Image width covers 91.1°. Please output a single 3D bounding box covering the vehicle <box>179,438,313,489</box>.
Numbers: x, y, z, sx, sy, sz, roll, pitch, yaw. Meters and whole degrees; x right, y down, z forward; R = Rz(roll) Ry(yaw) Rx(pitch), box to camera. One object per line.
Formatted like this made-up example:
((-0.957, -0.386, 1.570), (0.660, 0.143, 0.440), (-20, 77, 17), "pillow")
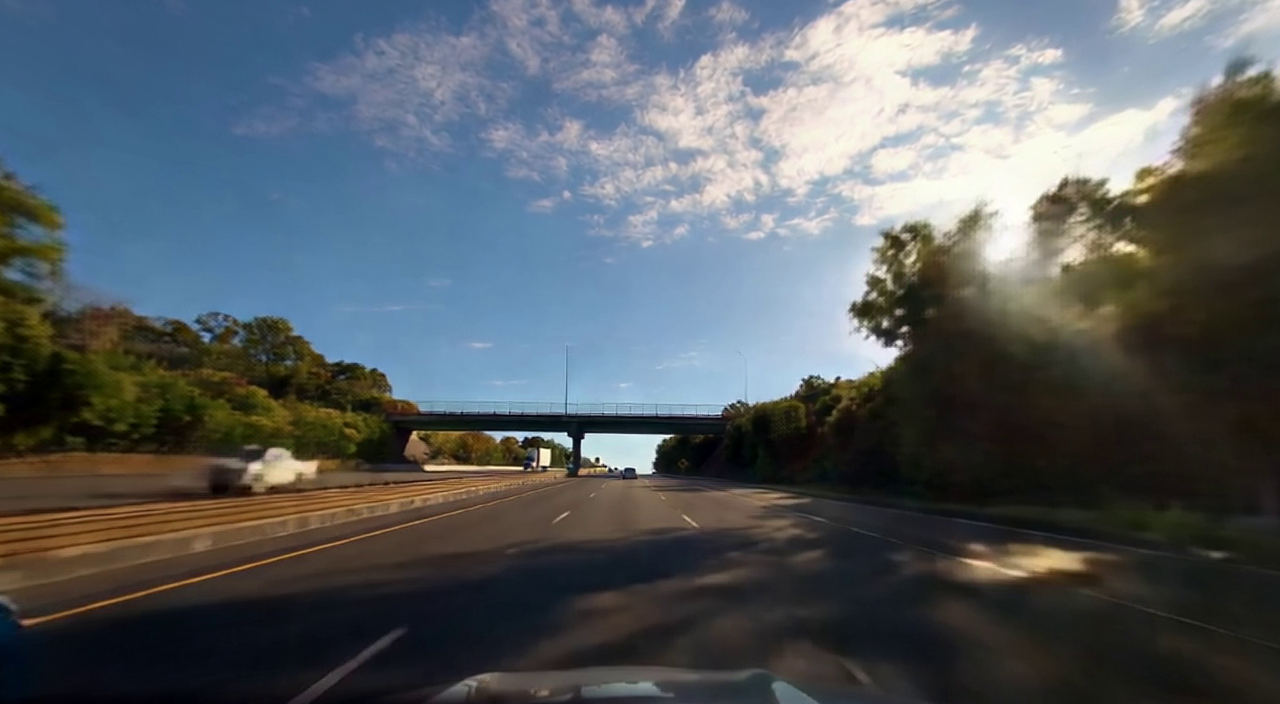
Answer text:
((-15.986, 4.623, 25.951), (2.122, 1.838, 5.275), (1, -11, -1), "vehicle")
